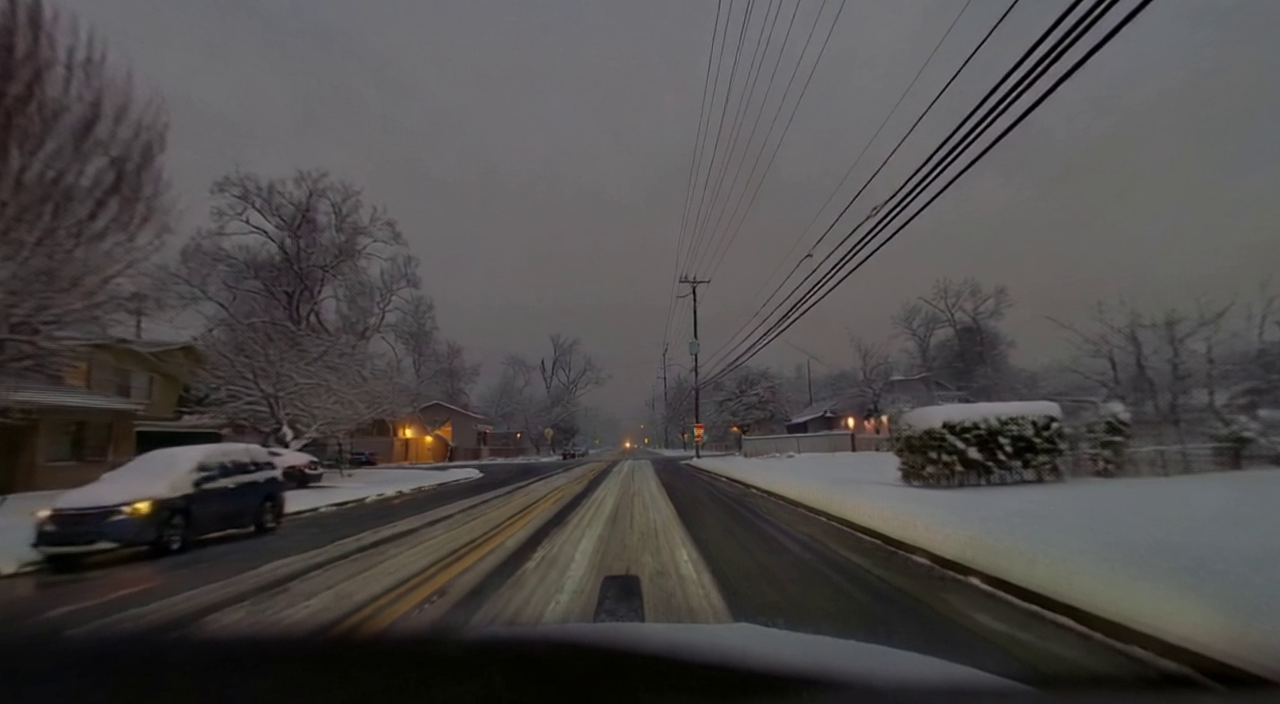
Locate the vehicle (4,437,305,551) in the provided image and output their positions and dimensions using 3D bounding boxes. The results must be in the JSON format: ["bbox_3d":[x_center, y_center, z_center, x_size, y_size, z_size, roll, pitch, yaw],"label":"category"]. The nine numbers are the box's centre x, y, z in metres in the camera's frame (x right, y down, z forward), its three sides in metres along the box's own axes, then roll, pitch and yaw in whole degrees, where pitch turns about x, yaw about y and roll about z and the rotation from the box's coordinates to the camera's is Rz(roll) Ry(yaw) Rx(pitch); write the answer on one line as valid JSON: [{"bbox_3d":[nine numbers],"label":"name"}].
[{"bbox_3d":[-8.488,2.449,11.633,2.047,1.679,3.948,-1,-9,8],"label":"vehicle"}]
